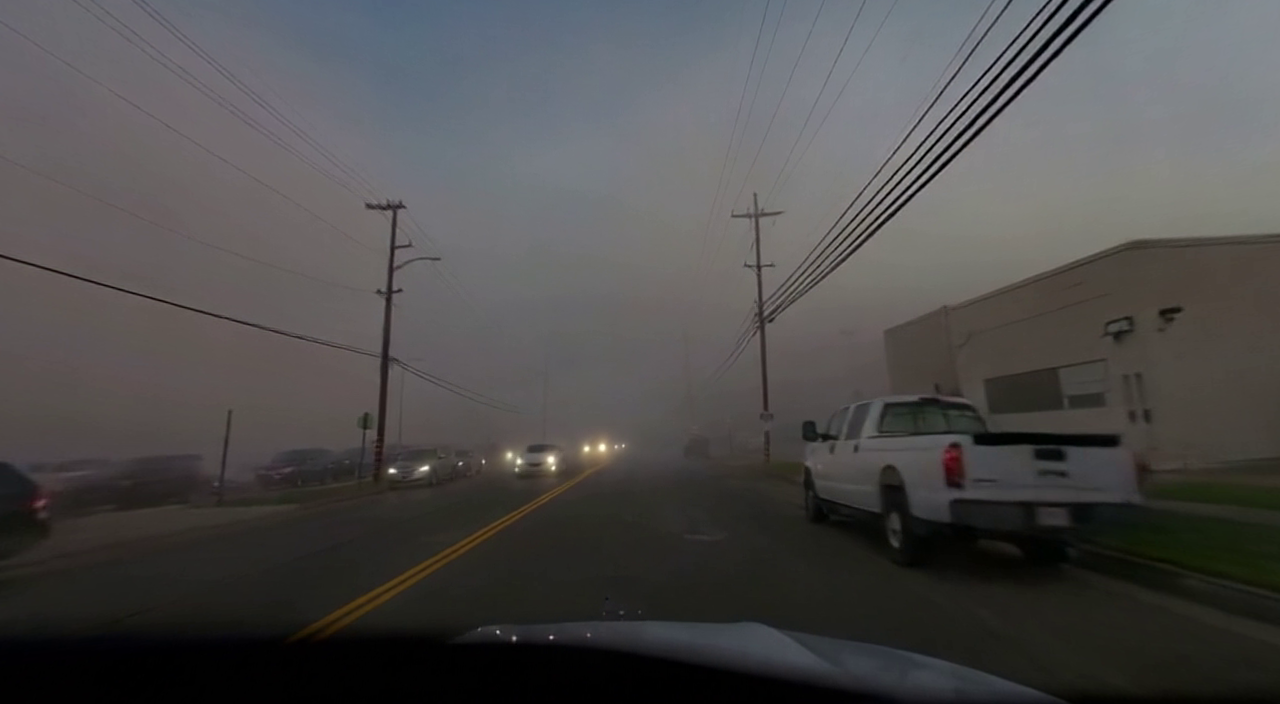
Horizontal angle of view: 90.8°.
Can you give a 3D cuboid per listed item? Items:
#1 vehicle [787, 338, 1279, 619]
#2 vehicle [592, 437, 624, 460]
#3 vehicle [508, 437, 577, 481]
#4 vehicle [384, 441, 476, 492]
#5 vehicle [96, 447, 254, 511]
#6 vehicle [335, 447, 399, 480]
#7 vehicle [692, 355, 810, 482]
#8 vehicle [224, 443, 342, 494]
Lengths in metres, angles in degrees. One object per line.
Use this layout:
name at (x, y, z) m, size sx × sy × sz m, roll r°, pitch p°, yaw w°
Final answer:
vehicle at (3.607, 1.360, 7.733) m, size 2.249 × 2.026 × 6.211 m, roll -1°, pitch -8°, yaw 1°
vehicle at (-2.378, 7.356, 48.180) m, size 2.061 × 1.679 × 4.042 m, roll -1°, pitch -8°, yaw 2°
vehicle at (-3.884, 4.332, 25.910) m, size 2.020 × 1.528 × 4.258 m, roll -3°, pitch -9°, yaw 1°
vehicle at (-8.133, 4.413, 24.948) m, size 1.954 × 1.622 × 4.761 m, roll -5°, pitch -8°, yaw 0°
vehicle at (-14.498, 3.930, 20.052) m, size 1.869 × 1.633 × 4.092 m, roll -5°, pitch -9°, yaw 1°
vehicle at (-16.317, 6.640, 38.019) m, size 2.101 × 1.720 × 4.554 m, roll -3°, pitch -8°, yaw -5°
vehicle at (3.651, 2.597, 23.225) m, size 2.874 × 3.757 × 8.612 m, roll 1°, pitch -8°, yaw 1°
vehicle at (-14.306, 4.651, 25.725) m, size 2.001 × 1.838 × 4.855 m, roll 0°, pitch -8°, yaw 0°
